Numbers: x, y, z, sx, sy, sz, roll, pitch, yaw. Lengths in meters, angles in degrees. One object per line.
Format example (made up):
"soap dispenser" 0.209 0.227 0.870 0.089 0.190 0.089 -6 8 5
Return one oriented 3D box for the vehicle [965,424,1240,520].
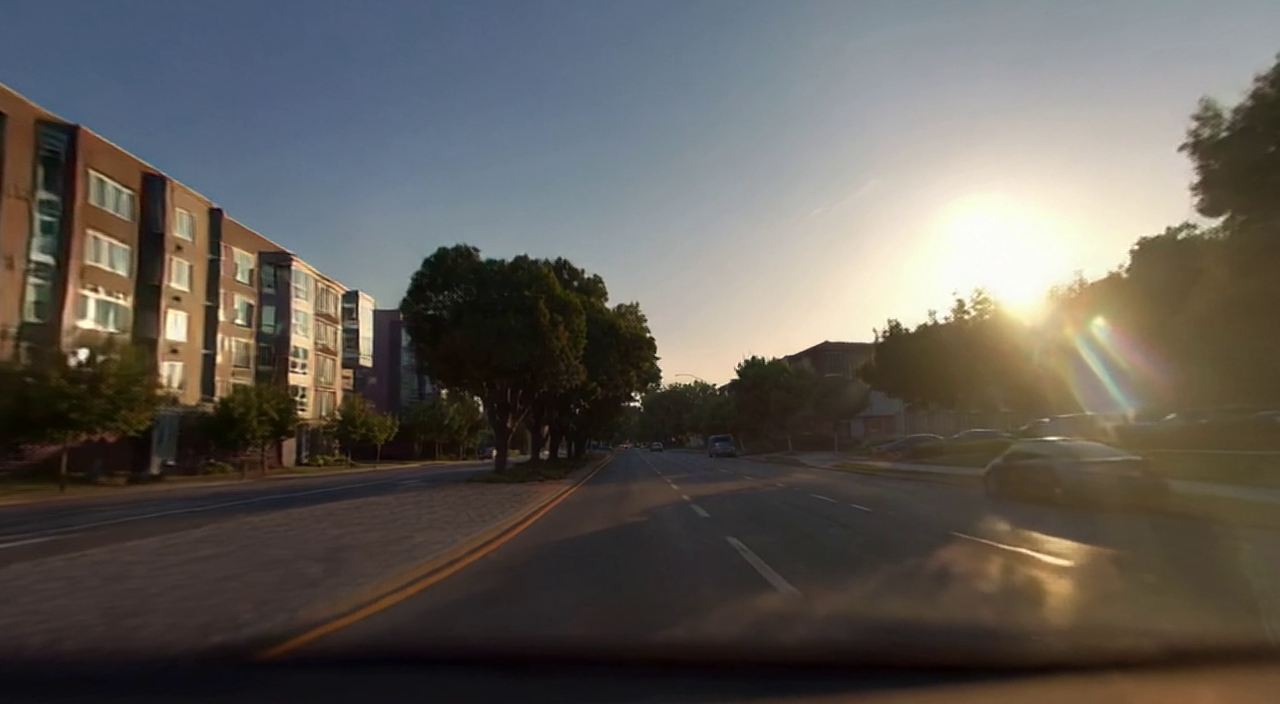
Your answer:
"vehicle" 9.782 2.571 14.105 2.065 1.732 5.036 1 -9 -4
